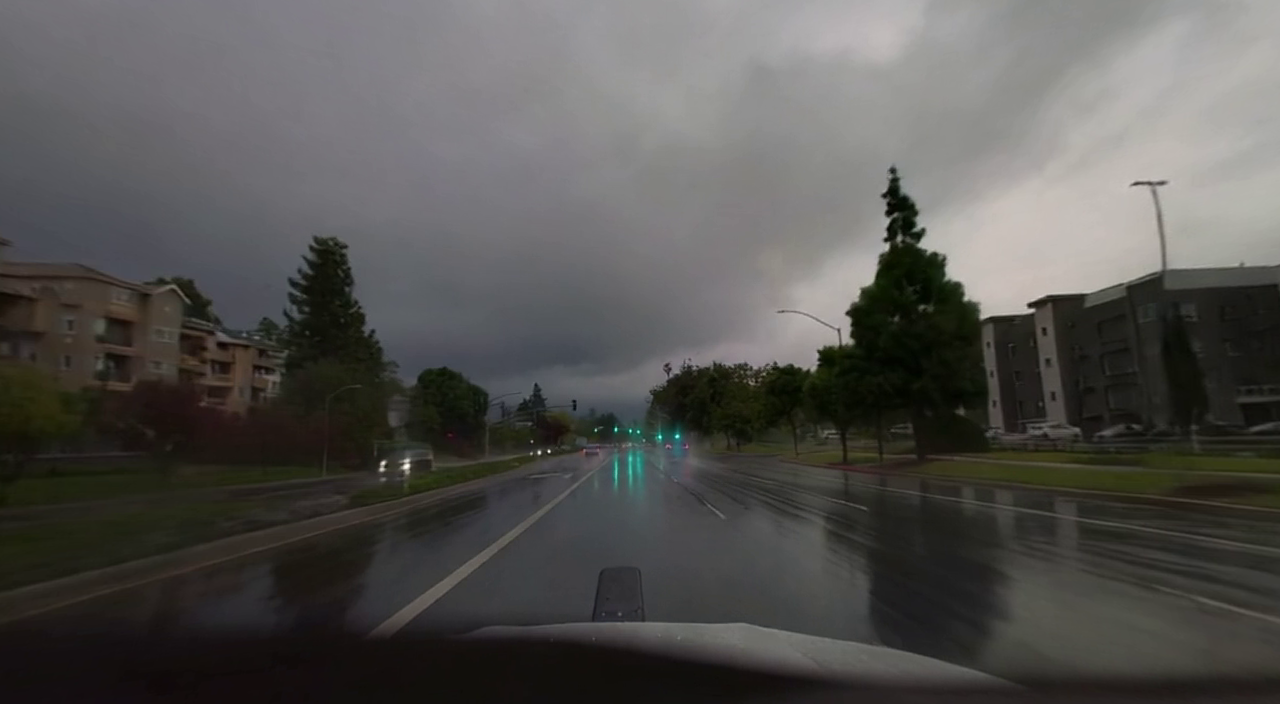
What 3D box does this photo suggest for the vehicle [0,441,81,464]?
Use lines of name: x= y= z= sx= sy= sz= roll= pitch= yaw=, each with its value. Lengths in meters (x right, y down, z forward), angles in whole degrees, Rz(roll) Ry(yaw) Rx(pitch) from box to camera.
vehicle: x=-44.517 y=7.456 z=46.823 sx=4.131 sy=1.521 sz=1.901 roll=-2 pitch=-10 yaw=-4

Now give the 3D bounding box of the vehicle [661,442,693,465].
vehicle: x=2.816 y=7.788 z=48.652 sx=2.072 sy=1.696 sz=4.177 roll=0 pitch=-9 yaw=-2
